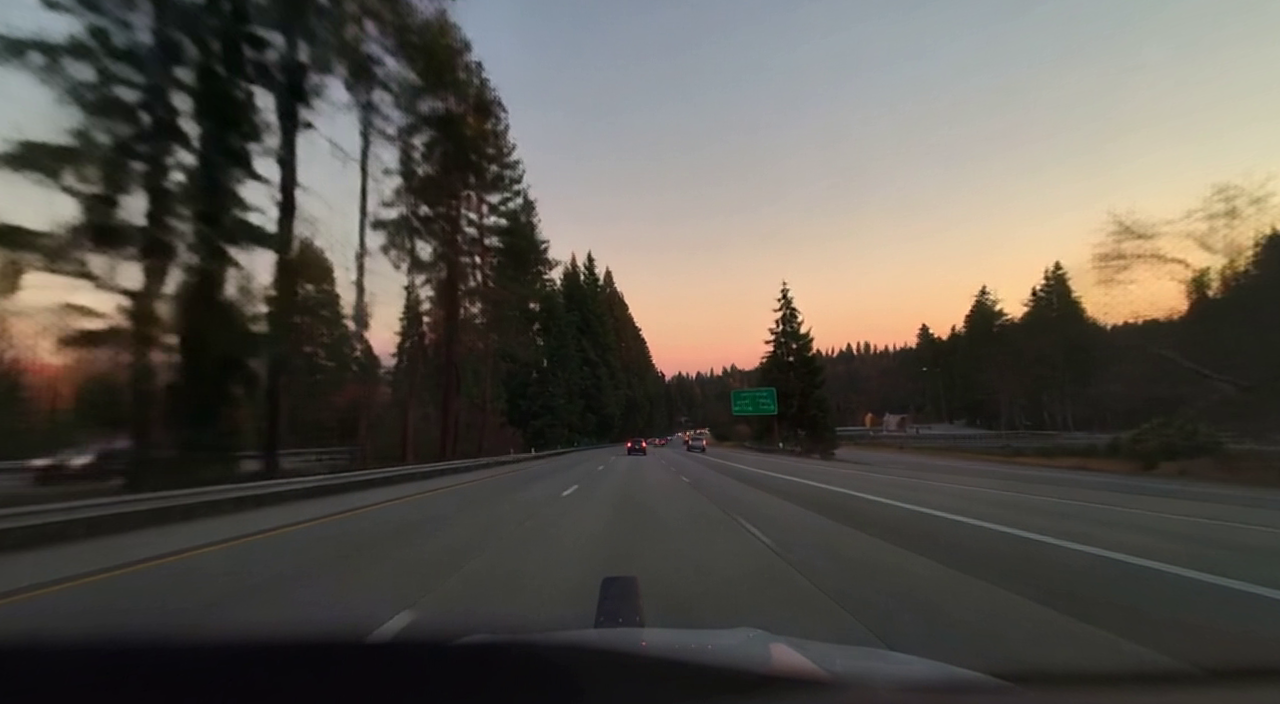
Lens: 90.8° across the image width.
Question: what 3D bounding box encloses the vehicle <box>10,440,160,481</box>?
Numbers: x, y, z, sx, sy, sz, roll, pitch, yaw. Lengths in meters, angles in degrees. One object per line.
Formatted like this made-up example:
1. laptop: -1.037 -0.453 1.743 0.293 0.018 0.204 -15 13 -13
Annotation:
1. vehicle: -21.929 4.286 25.271 1.960 1.473 4.445 0 -9 0
